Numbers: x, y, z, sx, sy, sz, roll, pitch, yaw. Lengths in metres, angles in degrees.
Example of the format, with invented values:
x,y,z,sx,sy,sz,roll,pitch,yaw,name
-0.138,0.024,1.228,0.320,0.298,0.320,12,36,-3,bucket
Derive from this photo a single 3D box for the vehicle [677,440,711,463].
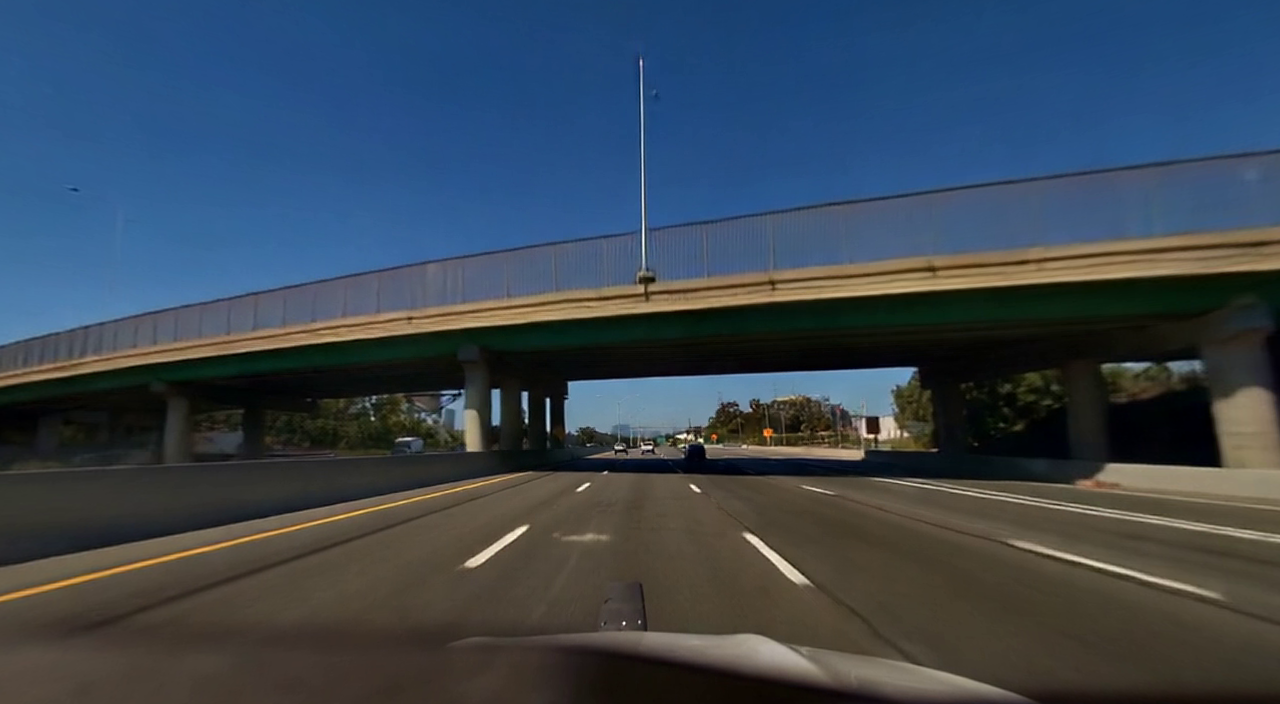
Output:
x,y,z,sx,sy,sz,roll,pitch,yaw,name
3.764,7.087,44.920,1.949,1.515,4.374,0,-9,-1,vehicle
